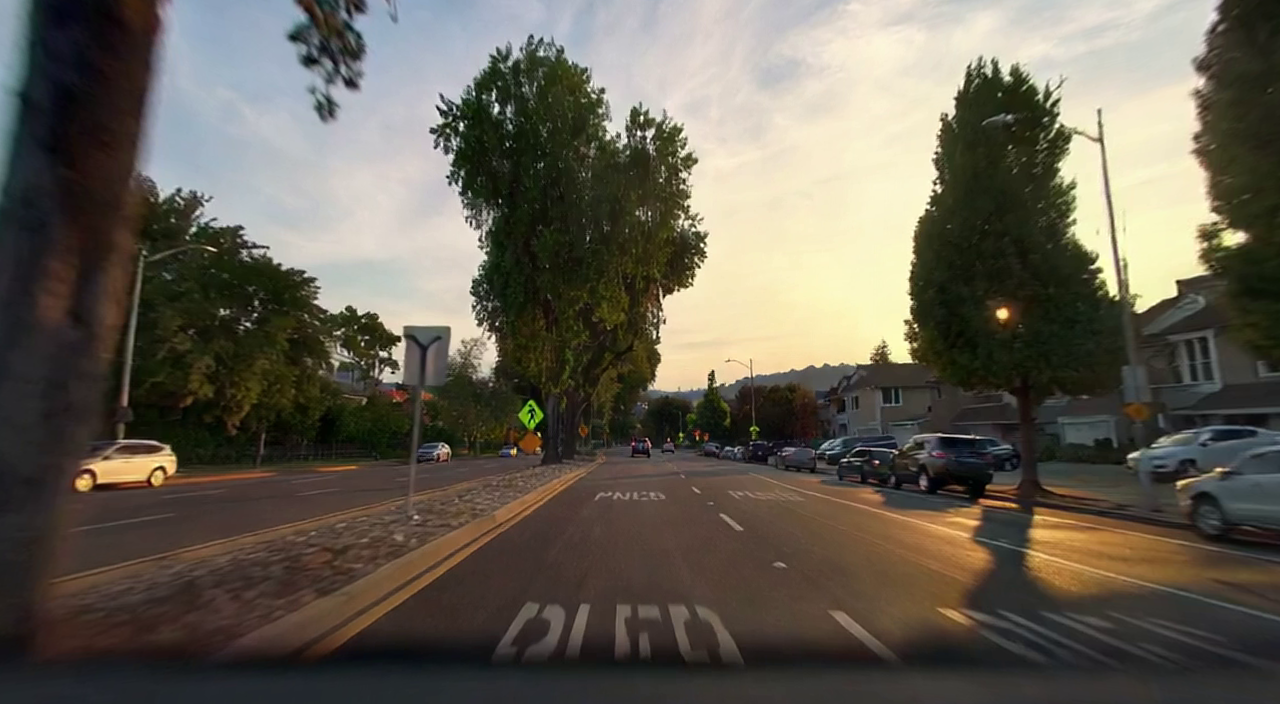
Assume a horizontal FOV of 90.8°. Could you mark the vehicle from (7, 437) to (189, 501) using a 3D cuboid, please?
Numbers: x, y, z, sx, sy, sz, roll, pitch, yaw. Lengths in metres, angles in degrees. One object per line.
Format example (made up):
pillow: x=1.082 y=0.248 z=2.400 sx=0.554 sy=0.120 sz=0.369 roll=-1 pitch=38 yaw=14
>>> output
vehicle: x=-17.320 y=3.703 z=20.569 sx=1.959 sy=1.690 sz=4.446 roll=-3 pitch=-7 yaw=1

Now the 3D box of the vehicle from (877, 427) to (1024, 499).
vehicle: x=9.435 y=3.415 z=19.816 sx=2.083 sy=1.946 sz=4.928 roll=0 pitch=-8 yaw=0

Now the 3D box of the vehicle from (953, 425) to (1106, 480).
vehicle: x=16.811 y=4.352 z=27.491 sx=4.972 sy=1.793 sz=2.293 roll=-5 pitch=-8 yaw=0

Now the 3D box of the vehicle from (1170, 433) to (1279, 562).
vehicle: x=9.595 y=1.770 z=7.283 sx=2.161 sy=1.687 sz=5.331 roll=0 pitch=-8 yaw=-3

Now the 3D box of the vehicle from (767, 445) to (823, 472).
vehicle: x=9.381 y=6.458 z=38.684 sx=2.009 sy=1.493 sz=4.983 roll=0 pitch=-8 yaw=-1
